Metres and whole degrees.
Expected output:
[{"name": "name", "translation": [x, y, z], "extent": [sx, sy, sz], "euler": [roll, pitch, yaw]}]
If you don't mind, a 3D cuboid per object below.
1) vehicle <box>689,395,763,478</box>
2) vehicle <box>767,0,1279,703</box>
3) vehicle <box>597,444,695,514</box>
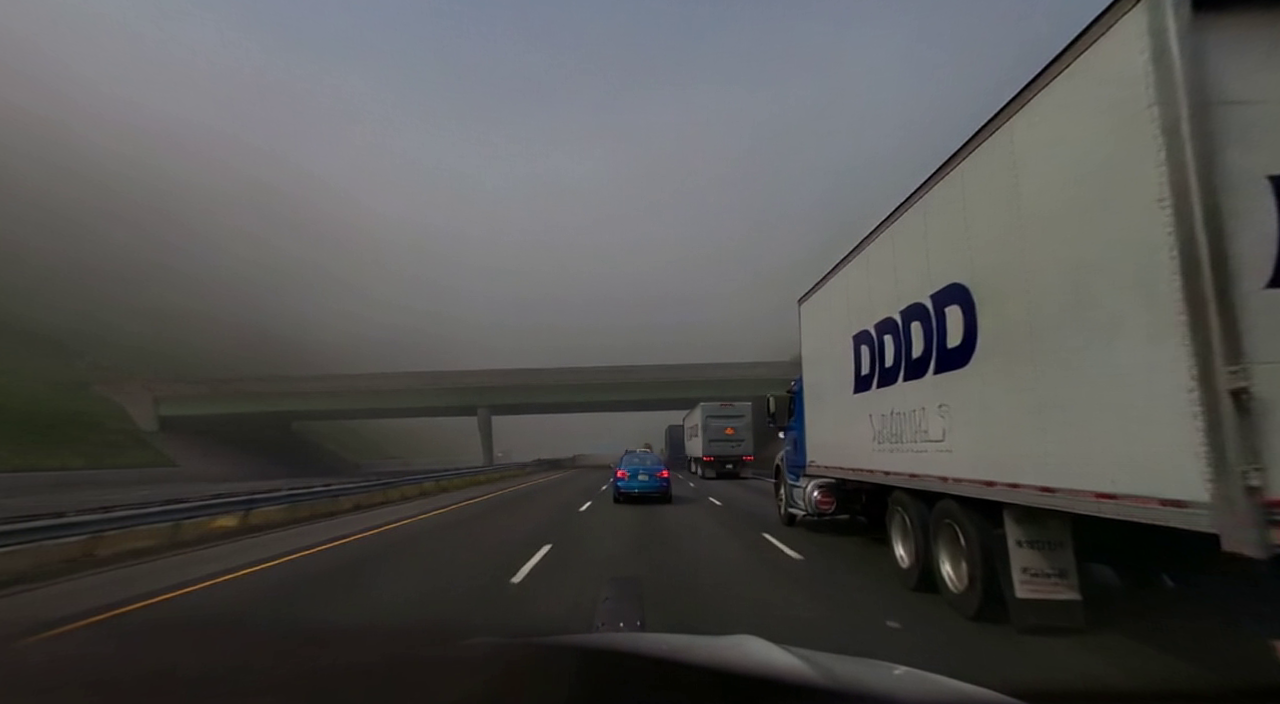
[{"name": "vehicle", "translation": [4.500, 4.766, 35.066], "extent": [2.801, 4.039, 8.684], "euler": [0, -9, 0]}, {"name": "vehicle", "translation": [4.165, 0.566, 7.936], "extent": [2.884, 3.930, 10.206], "euler": [0, -9, 0]}, {"name": "vehicle", "translation": [0.133, 2.947, 15.095], "extent": [2.029, 1.437, 3.794], "euler": [0, -9, 0]}]
